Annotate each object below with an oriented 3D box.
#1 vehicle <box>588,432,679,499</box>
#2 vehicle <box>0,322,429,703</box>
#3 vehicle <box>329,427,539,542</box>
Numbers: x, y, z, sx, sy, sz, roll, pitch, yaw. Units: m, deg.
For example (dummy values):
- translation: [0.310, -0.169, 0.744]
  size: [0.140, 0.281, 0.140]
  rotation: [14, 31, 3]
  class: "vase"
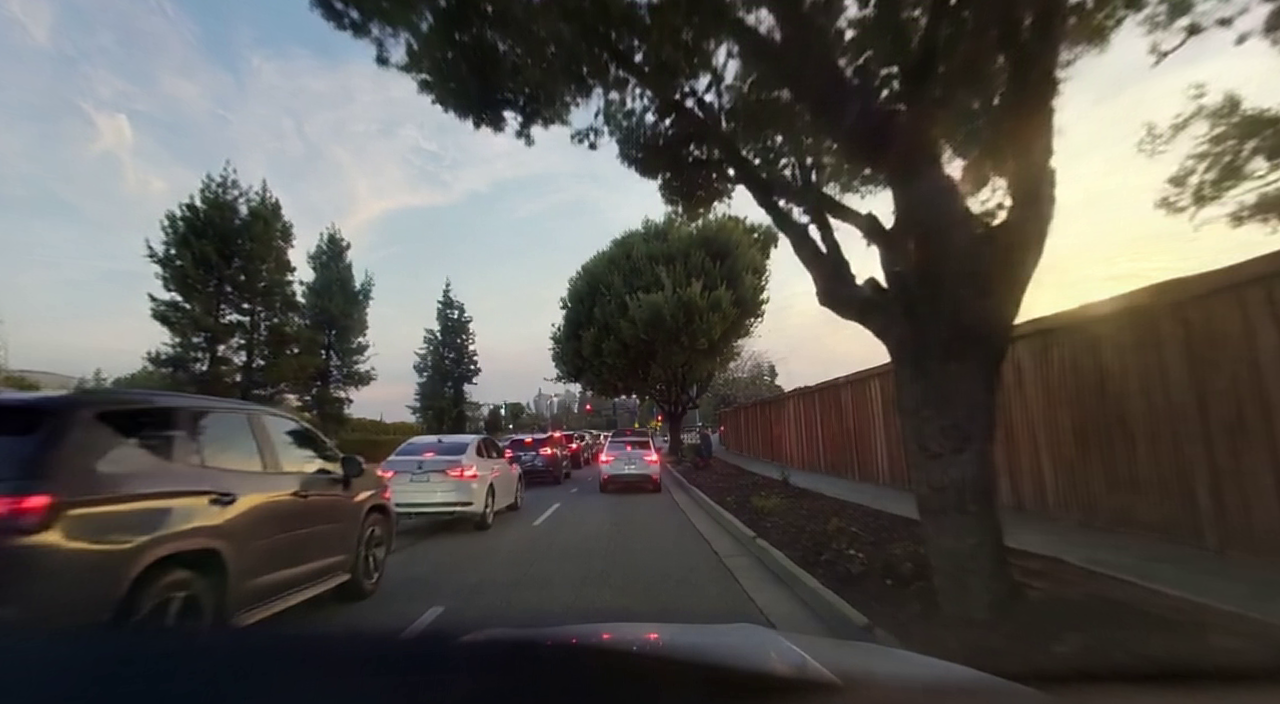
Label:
- translation: [-0.138, 2.773, 15.742]
  size: [1.995, 1.460, 3.865]
  rotation: [0, -8, 0]
  class: "vehicle"
- translation: [-3.090, 1.052, 3.931]
  size: [1.999, 1.727, 4.340]
  rotation: [0, -8, 0]
  class: "vehicle"
- translation: [-3.155, 2.130, 10.842]
  size: [1.980, 1.520, 4.636]
  rotation: [0, -8, 1]
  class: "vehicle"
